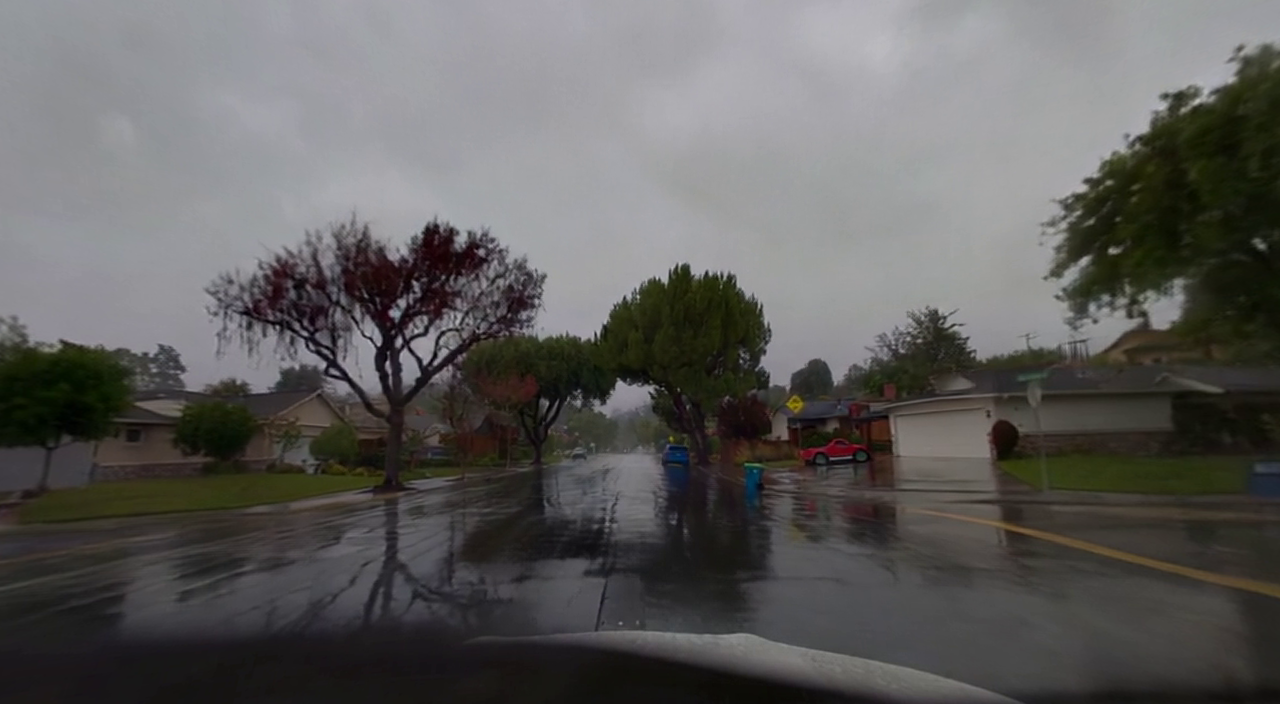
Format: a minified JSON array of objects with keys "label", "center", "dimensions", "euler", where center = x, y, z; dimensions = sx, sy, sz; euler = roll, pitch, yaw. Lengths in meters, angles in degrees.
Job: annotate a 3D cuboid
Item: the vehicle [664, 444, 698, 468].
[{"label":"vehicle","center":[2.893,7.432,45.337],"dimensions":[2.114,1.633,4.042],"euler":[0,-8,0]}]
